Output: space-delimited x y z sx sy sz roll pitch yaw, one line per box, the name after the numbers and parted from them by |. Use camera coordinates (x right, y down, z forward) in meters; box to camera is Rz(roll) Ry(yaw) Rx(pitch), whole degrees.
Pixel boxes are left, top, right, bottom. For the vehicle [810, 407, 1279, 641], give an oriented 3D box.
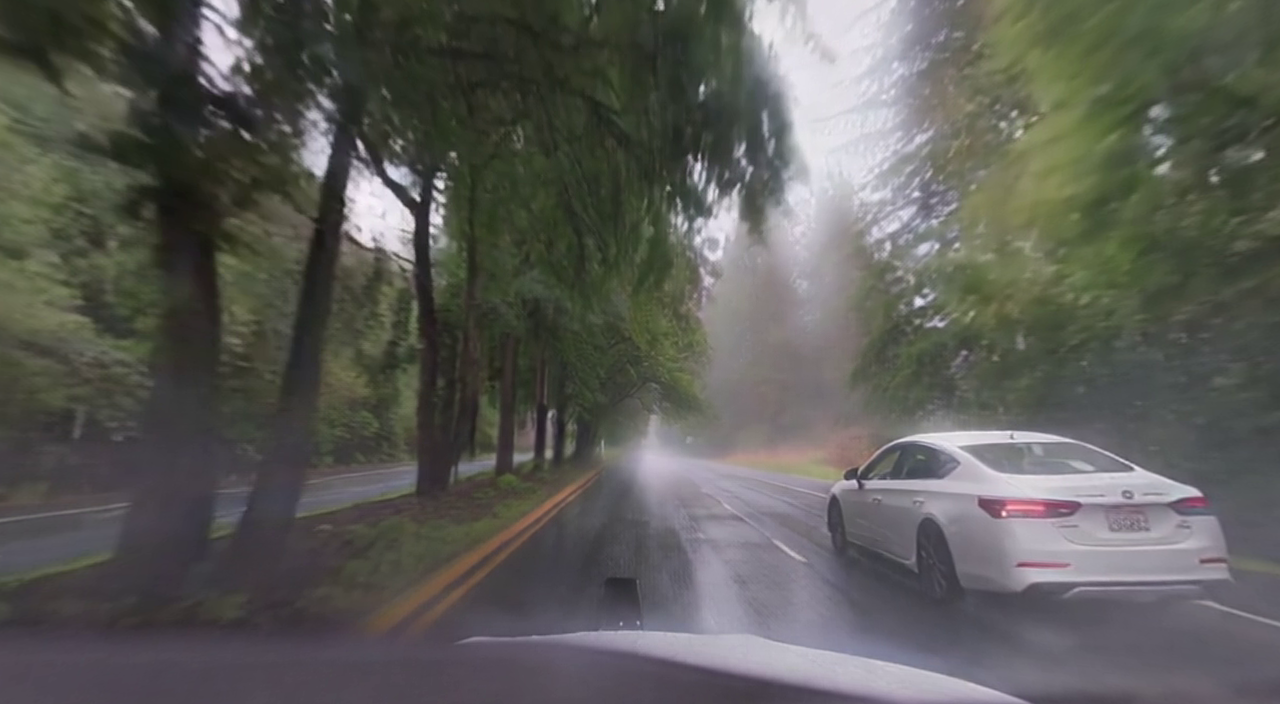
3.482 1.529 6.708 2.060 1.584 4.592 0 -9 0 | vehicle
